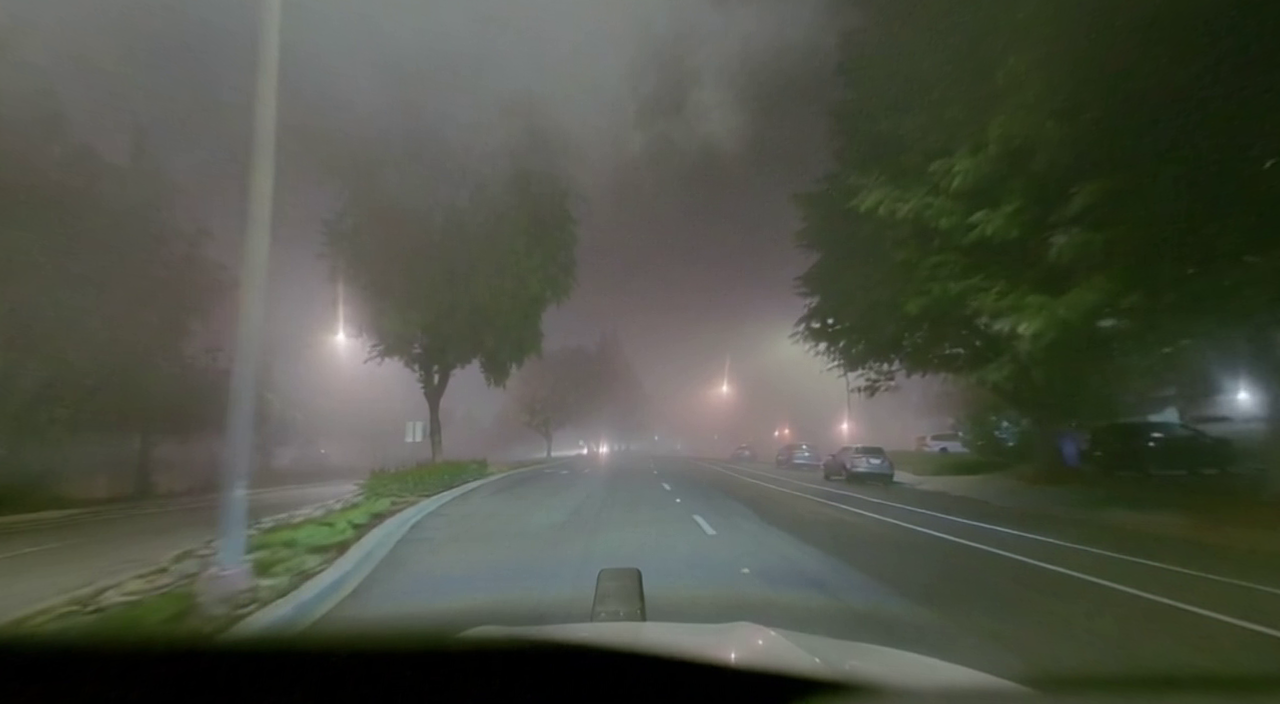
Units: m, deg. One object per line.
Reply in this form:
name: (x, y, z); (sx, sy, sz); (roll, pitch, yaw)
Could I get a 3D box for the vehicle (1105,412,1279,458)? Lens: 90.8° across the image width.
vehicle: (24.496, 3.759, 28.208); (1.979, 1.831, 5.479); (5, -10, -32)

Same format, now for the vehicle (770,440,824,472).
vehicle: (8.904, 5.931, 36.255); (1.990, 1.728, 4.597); (0, -8, 1)

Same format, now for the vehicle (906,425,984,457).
vehicle: (18.442, 5.440, 38.510); (2.018, 1.755, 5.379); (0, -8, -1)

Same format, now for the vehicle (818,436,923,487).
vehicle: (8.587, 4.099, 24.068); (2.192, 1.714, 4.885); (0, -8, 1)

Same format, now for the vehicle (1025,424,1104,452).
vehicle: (25.673, 5.270, 38.421); (1.878, 1.581, 4.259); (0, -8, 1)
